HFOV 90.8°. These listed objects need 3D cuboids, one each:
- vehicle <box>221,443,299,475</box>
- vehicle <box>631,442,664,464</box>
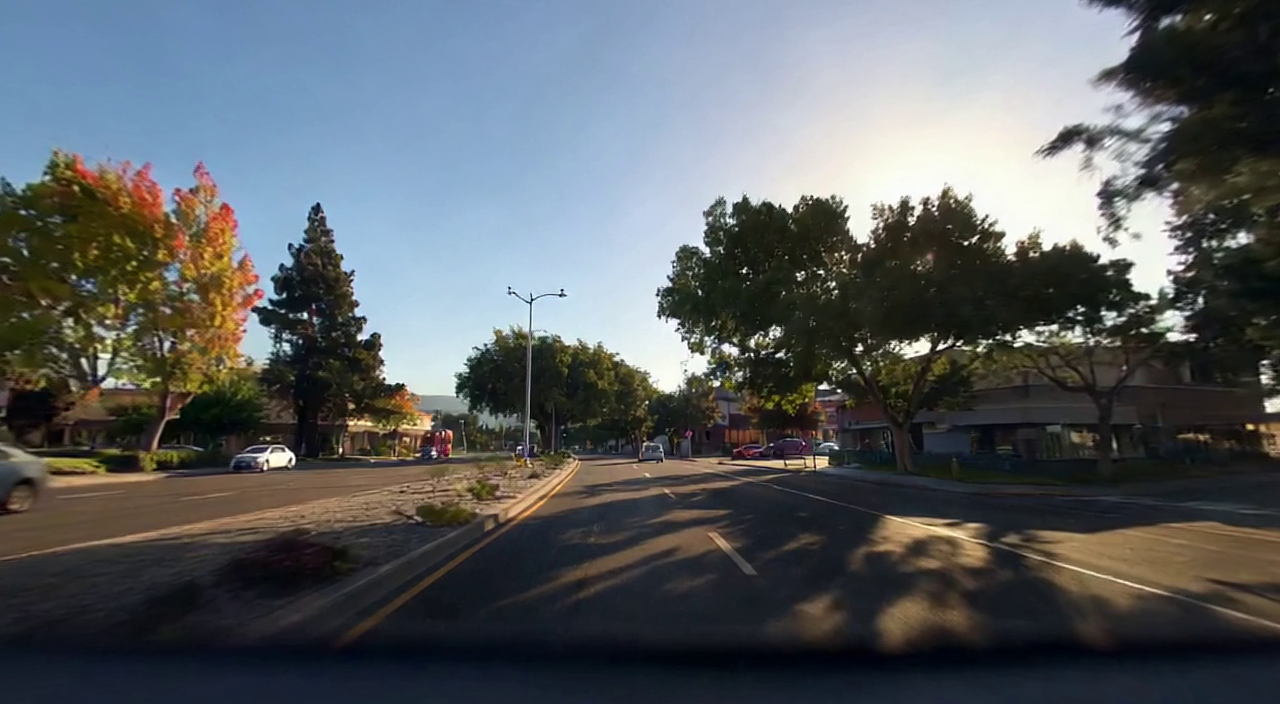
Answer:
[{"bbox_3d":[-21.051,5.903,35.231,1.874,1.651,4.259,0,-9,-4],"label":"vehicle"},{"bbox_3d":[0.481,7.288,45.595,1.913,1.473,4.360,1,-9,-6],"label":"vehicle"}]
